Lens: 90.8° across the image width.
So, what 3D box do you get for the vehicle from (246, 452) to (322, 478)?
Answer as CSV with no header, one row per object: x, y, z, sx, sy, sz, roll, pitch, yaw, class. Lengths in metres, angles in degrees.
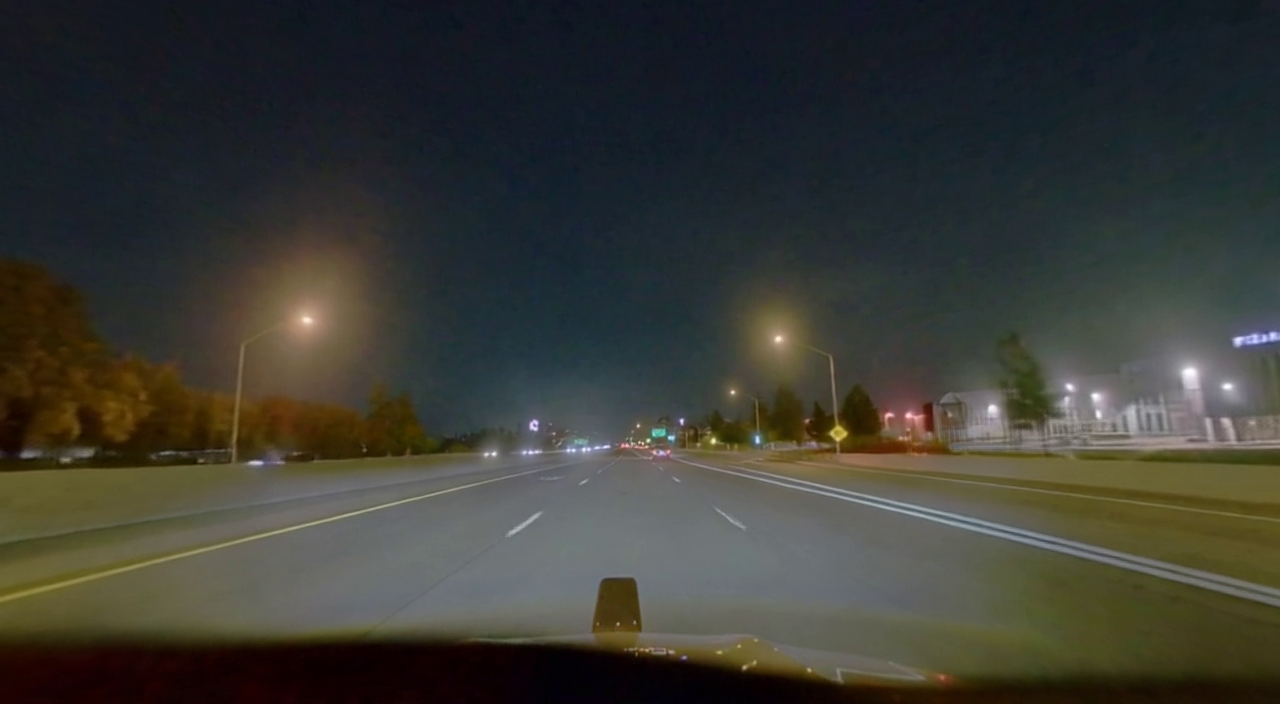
-22.223,7.036,39.689,1.908,1.506,4.951,0,-9,-1,vehicle
